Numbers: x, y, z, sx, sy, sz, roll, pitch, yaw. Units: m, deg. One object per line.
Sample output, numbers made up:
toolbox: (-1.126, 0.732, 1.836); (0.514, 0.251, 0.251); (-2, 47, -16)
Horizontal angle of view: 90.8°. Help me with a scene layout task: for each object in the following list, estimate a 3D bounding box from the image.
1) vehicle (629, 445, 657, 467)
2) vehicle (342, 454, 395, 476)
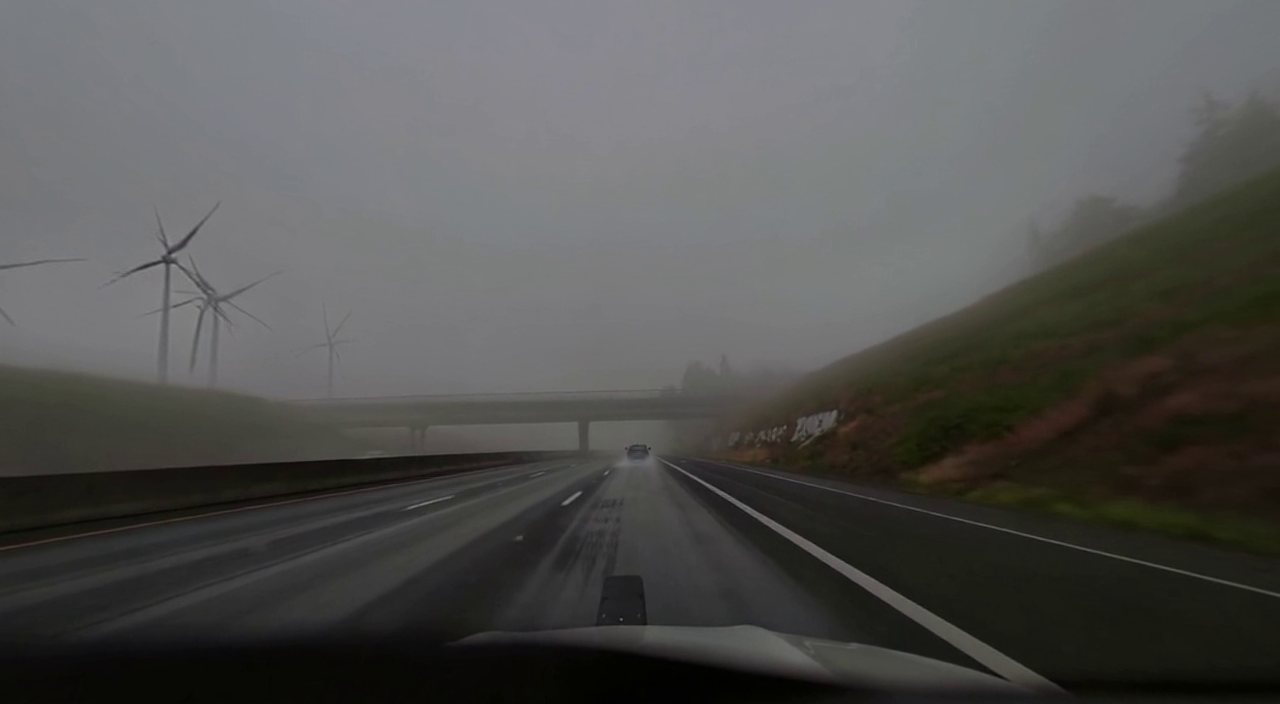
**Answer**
vehicle: (0.181, 7.250, 44.117); (1.870, 1.481, 4.234); (0, -9, 0)
vehicle: (-19.068, 7.974, 44.538); (1.783, 1.432, 4.354); (0, -9, 1)
